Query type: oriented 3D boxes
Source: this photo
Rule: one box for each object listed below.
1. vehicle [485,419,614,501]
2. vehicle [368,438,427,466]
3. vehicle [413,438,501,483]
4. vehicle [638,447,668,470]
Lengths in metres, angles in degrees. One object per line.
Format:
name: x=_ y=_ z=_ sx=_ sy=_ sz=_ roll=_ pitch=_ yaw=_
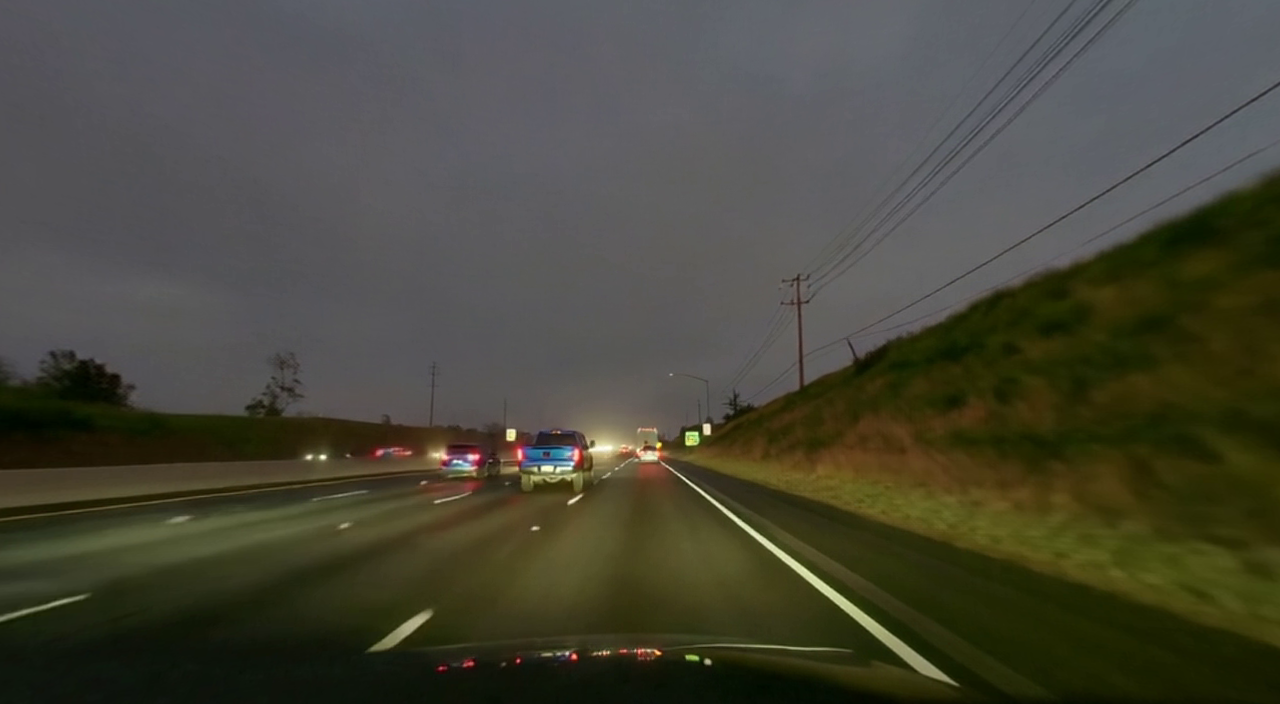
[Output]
vehicle: x=-2.446 y=3.231 z=19.309 sx=2.972 sy=2.087 sz=6.126 roll=0 pitch=-9 yaw=1
vehicle: x=-16.490 y=6.809 z=43.087 sx=2.166 sy=1.769 sz=4.617 roll=0 pitch=-9 yaw=0
vehicle: x=-7.458 y=4.474 z=26.270 sx=2.143 sy=1.688 sz=4.776 roll=0 pitch=-9 yaw=1
vehicle: x=0.851 y=7.445 z=44.295 sx=2.025 sy=1.485 sz=4.310 roll=0 pitch=-9 yaw=0
